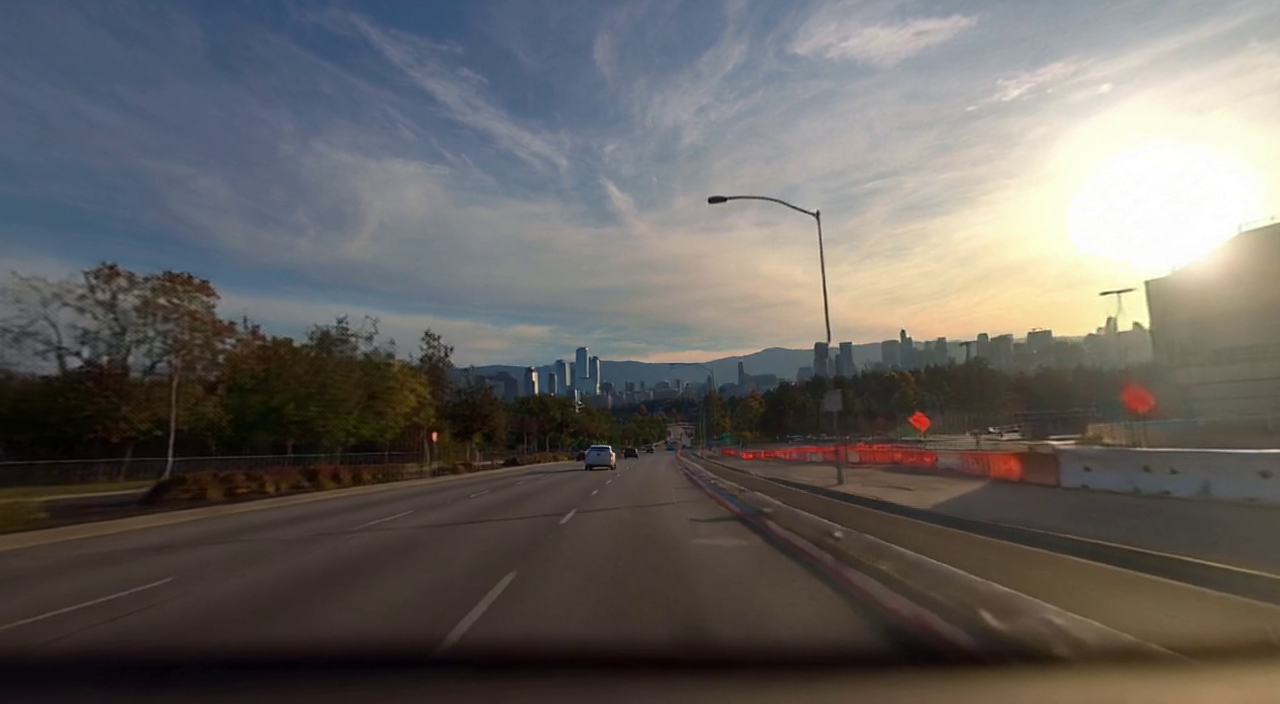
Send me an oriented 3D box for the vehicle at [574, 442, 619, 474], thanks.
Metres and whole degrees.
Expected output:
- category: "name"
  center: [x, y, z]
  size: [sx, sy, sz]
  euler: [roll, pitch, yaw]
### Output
- category: "vehicle"
  center: [-2.369, 5.878, 35.257]
  size: [2.121, 1.654, 3.993]
  euler: [0, -8, 2]
